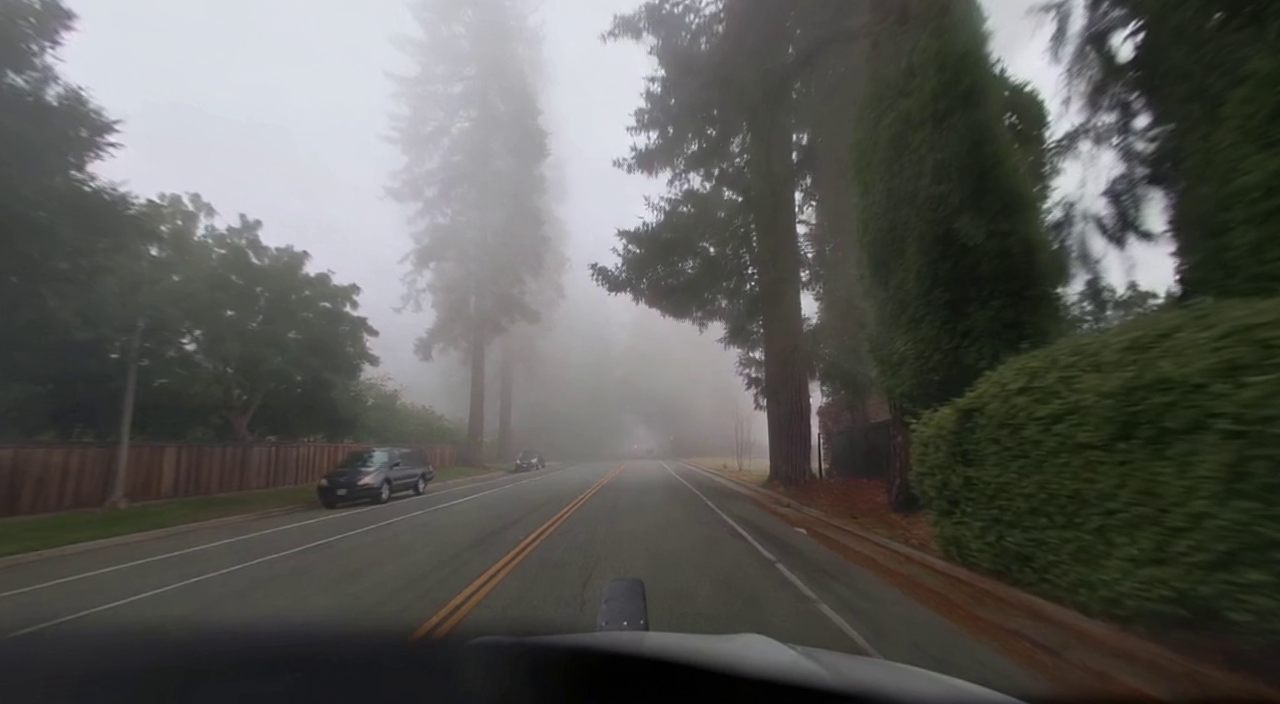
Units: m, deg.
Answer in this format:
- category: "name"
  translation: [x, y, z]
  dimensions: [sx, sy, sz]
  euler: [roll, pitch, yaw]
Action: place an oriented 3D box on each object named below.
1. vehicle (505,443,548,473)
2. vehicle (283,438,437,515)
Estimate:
- category: "vehicle"
  translation: [-7.444, 6.993, 41.746]
  dimensions: [1.945, 1.760, 4.021]
  euler: [-3, -8, 2]
- category: "vehicle"
  translation: [-7.426, 3.281, 17.323]
  dimensions: [1.999, 1.714, 4.517]
  euler: [-3, -8, 3]
